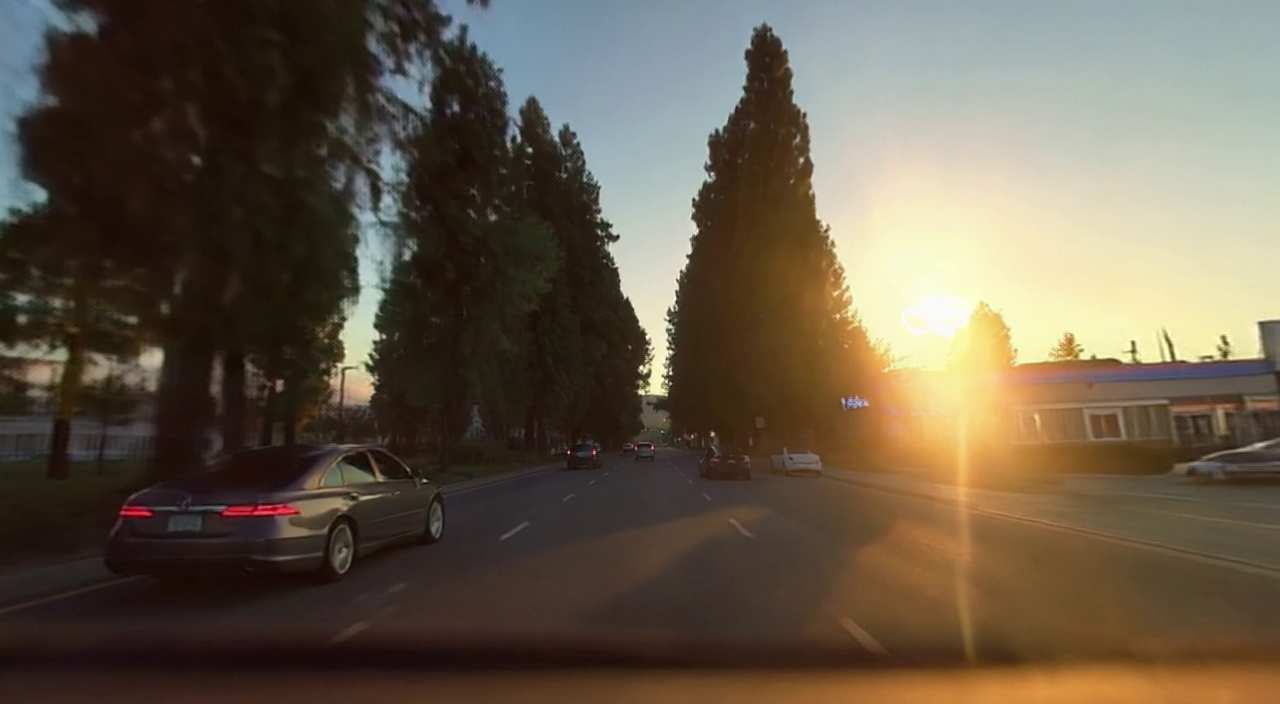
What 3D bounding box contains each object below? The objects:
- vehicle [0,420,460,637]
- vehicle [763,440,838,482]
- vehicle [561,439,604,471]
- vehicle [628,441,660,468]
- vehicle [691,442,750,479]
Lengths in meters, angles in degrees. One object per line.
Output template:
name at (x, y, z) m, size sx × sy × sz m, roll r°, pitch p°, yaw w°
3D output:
vehicle at (-3.853, 1.644, 7.145) m, size 1.988 × 1.530 × 5.155 m, roll 0°, pitch -8°, yaw 1°
vehicle at (6.537, 4.485, 26.243) m, size 1.983 × 1.599 × 4.243 m, roll 0°, pitch -8°, yaw 0°
vehicle at (-3.376, 6.125, 37.643) m, size 2.051 × 1.747 × 4.370 m, roll 0°, pitch -8°, yaw 1°
vehicle at (0.259, 6.463, 39.788) m, size 1.922 × 1.579 × 3.642 m, roll 0°, pitch -8°, yaw 0°
vehicle at (3.447, 4.754, 27.863) m, size 2.010 × 1.486 × 4.498 m, roll 0°, pitch -8°, yaw 0°
